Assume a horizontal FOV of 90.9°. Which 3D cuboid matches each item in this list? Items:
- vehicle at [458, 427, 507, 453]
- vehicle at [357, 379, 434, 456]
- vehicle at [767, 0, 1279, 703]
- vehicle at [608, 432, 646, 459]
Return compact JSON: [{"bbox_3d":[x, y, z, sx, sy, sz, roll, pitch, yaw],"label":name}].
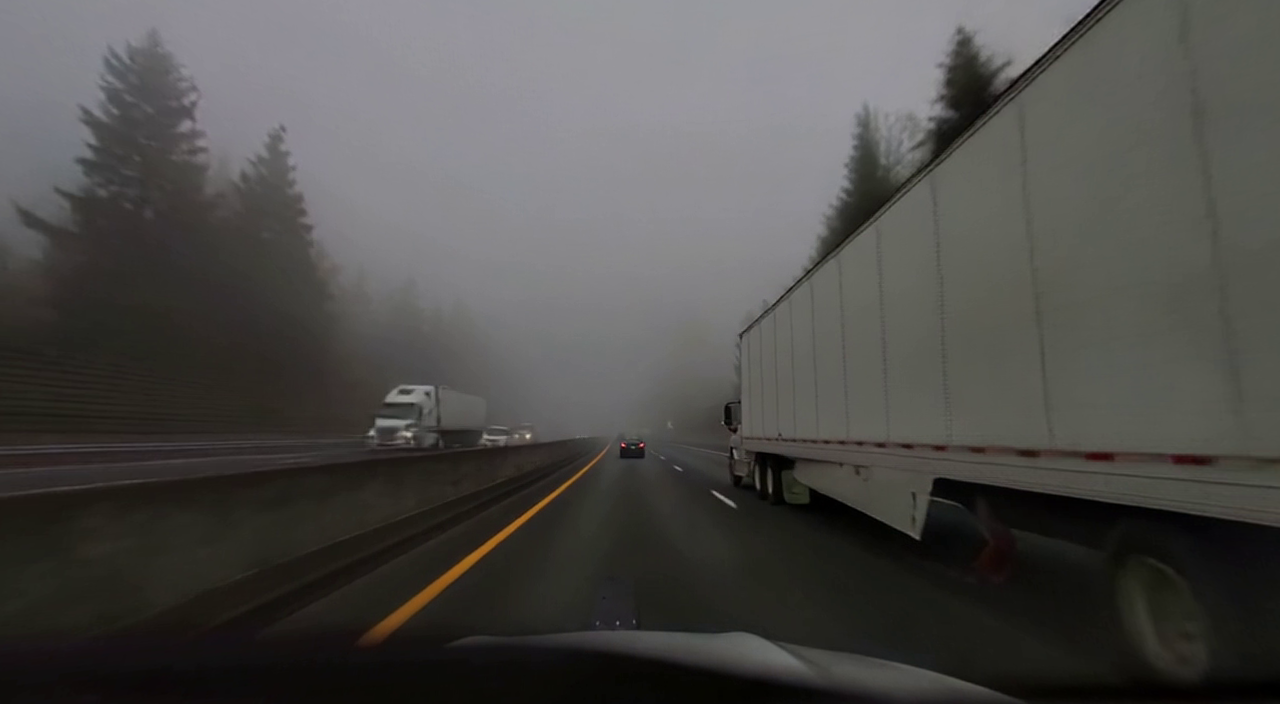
[{"bbox_3d":[-9.475,5.340,38.272,1.906,1.499,4.537,0,-8,-1],"label":"vehicle"},{"bbox_3d":[-13.054,3.553,33.889,2.996,3.936,2.677,0,-8,-1],"label":"vehicle"},{"bbox_3d":[4.252,0.060,5.883,2.953,4.045,13.843,0,-8,-1],"label":"vehicle"},{"bbox_3d":[-0.767,5.577,37.761,2.119,1.480,4.000,0,-8,-1],"label":"vehicle"}]
